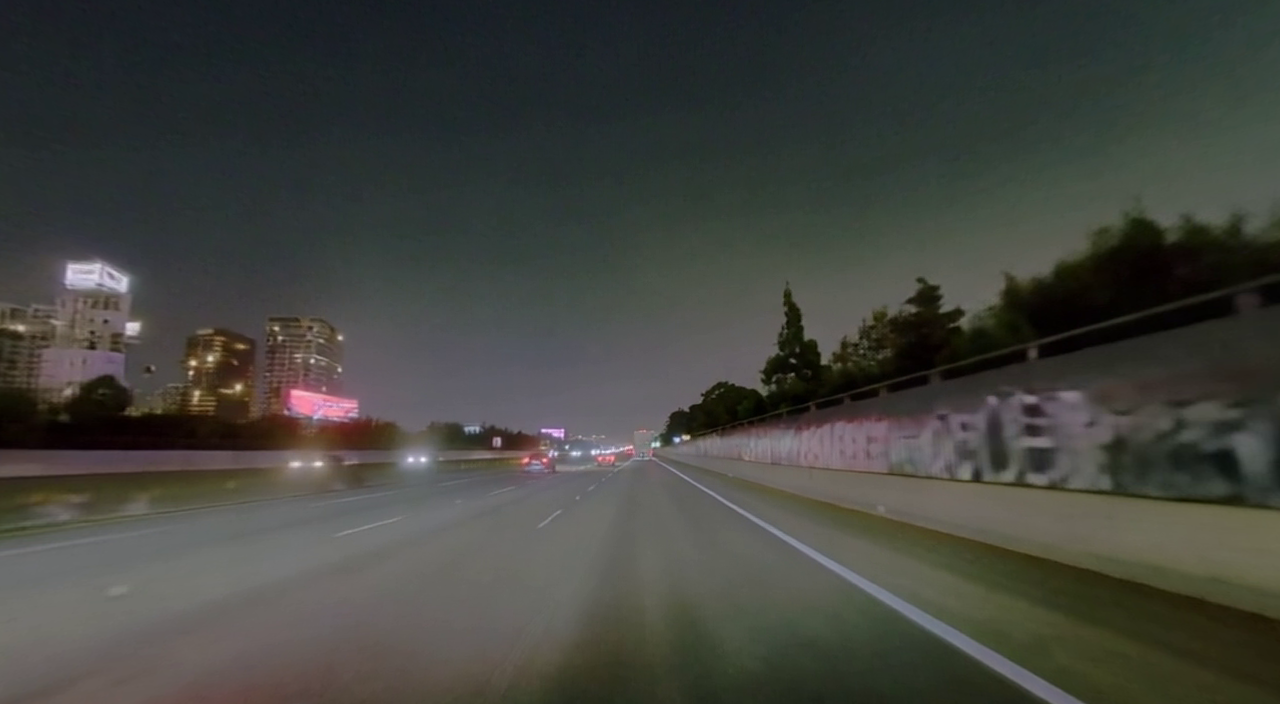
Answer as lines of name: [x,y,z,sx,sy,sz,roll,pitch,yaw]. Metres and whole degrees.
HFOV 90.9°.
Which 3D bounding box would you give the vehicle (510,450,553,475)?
vehicle: [-6.627,6.767,38.672,2.027,1.431,3.033,0,-9,1]
